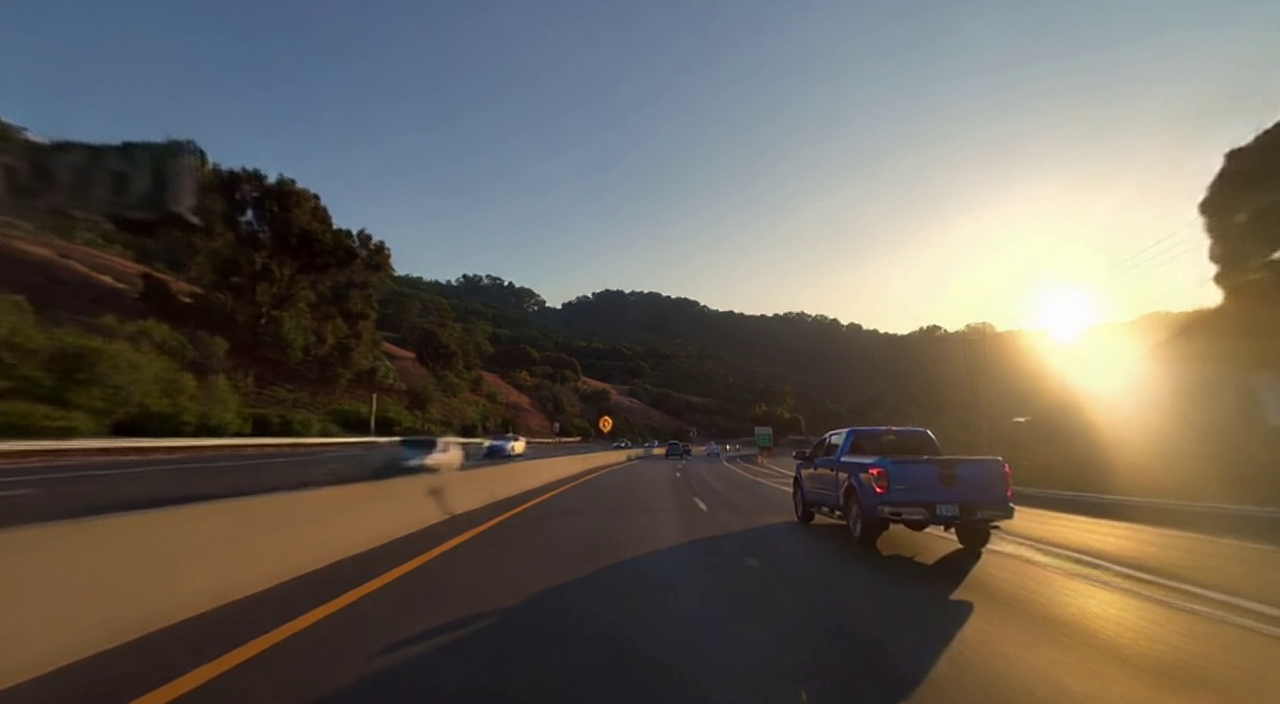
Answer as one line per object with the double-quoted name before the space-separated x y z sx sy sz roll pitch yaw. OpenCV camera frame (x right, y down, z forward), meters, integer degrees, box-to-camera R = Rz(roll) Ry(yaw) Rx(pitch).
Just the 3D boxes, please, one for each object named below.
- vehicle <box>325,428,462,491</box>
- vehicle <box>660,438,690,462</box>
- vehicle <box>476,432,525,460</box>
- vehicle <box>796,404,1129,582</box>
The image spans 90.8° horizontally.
"vehicle" -6.750 3.011 17.959 1.990 1.533 4.572 0 -9 1
"vehicle" 2.779 7.703 49.669 2.186 1.782 4.100 0 -9 4
"vehicle" -9.224 6.292 42.181 2.011 1.723 4.375 0 -9 3
"vehicle" 3.809 1.775 8.738 2.151 1.744 4.709 0 -9 1
